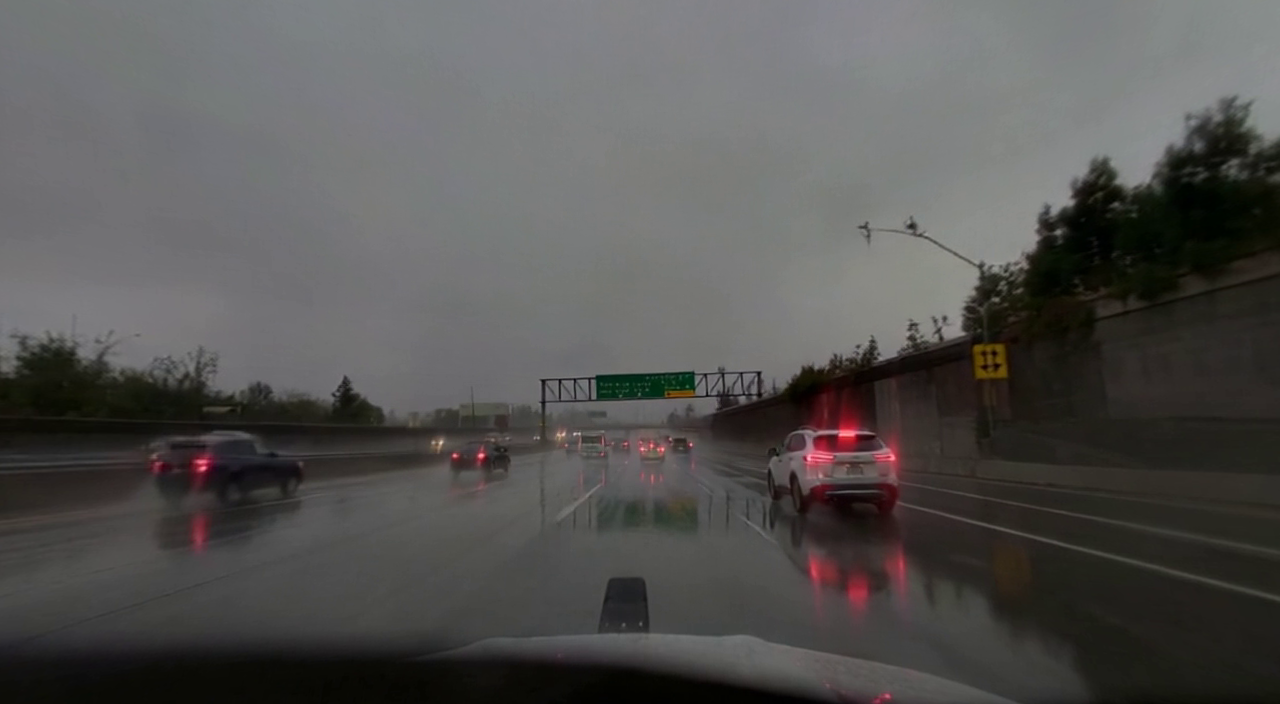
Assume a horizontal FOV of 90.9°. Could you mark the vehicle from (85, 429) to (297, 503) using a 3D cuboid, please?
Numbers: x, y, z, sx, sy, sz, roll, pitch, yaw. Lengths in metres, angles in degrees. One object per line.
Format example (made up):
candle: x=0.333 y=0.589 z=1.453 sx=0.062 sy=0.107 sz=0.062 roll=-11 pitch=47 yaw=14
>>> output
vehicle: x=-11.890 y=3.038 z=17.323 sx=2.076 sy=1.701 sz=5.093 roll=0 pitch=-8 yaw=0

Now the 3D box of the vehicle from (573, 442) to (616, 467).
vehicle: x=-2.680 y=6.177 z=38.103 sx=2.205 sy=1.406 sz=4.286 roll=0 pitch=-8 yaw=1

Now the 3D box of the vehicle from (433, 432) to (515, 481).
vehicle: x=-6.220 y=3.968 z=24.163 sx=1.946 sy=1.688 sz=4.019 roll=0 pitch=-8 yaw=1

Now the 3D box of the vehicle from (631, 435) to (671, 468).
vehicle: x=0.662 y=5.589 z=35.594 sx=2.133 sy=1.739 sz=3.925 roll=0 pitch=-8 yaw=2

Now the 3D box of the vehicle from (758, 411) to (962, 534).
vehicle: x=3.708 y=2.129 z=11.737 sx=2.083 sy=1.823 sz=4.627 roll=0 pitch=-8 yaw=0
